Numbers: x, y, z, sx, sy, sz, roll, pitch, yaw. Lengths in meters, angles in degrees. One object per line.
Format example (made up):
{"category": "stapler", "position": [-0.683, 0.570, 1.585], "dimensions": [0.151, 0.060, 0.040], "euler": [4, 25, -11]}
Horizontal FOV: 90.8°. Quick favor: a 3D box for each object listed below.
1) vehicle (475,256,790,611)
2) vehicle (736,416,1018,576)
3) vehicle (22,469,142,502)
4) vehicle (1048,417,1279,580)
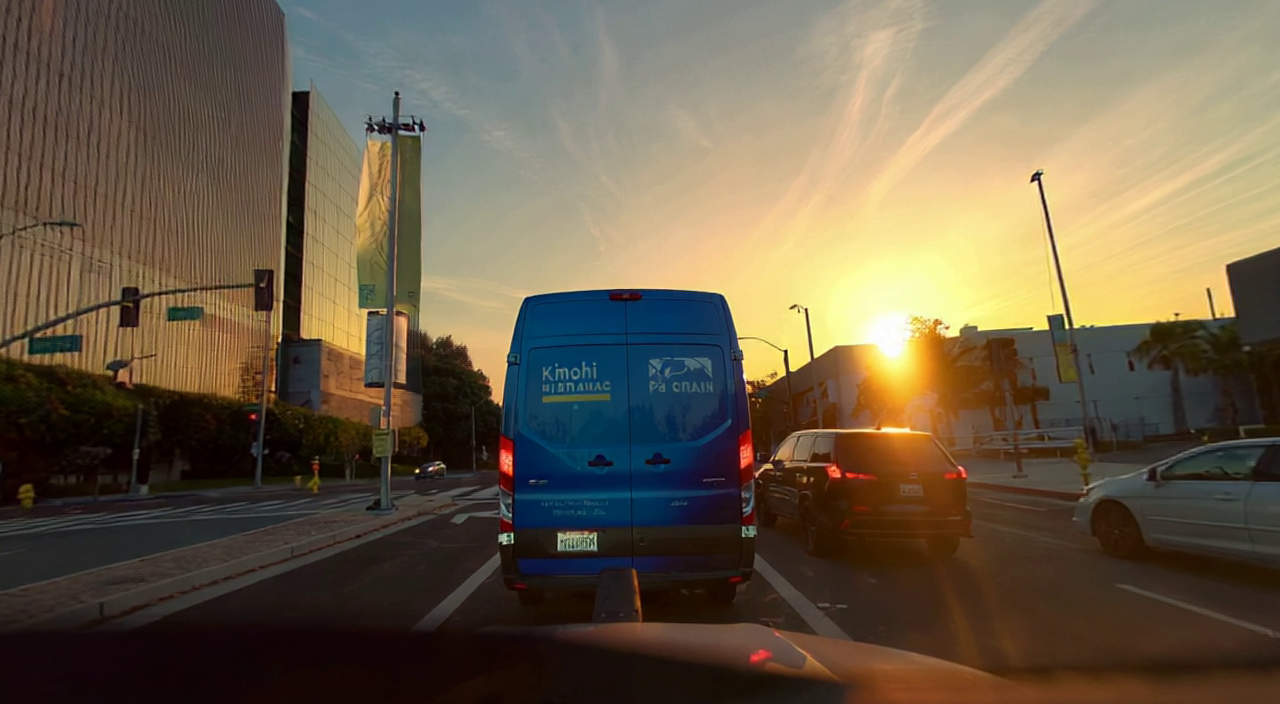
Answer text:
{"category": "vehicle", "position": [-0.038, 1.183, 9.084], "dimensions": [2.613, 3.035, 7.342], "euler": [0, -8, 0]}
{"category": "vehicle", "position": [2.875, 1.866, 9.043], "dimensions": [2.183, 1.676, 4.506], "euler": [0, -8, -1]}
{"category": "vehicle", "position": [-31.132, 7.432, 35.365], "dimensions": [4.806, 1.652, 1.869], "euler": [0, -8, -2]}
{"category": "vehicle", "position": [7.522, 1.586, 7.010], "dimensions": [1.963, 1.669, 4.678], "euler": [3, -9, -20]}
